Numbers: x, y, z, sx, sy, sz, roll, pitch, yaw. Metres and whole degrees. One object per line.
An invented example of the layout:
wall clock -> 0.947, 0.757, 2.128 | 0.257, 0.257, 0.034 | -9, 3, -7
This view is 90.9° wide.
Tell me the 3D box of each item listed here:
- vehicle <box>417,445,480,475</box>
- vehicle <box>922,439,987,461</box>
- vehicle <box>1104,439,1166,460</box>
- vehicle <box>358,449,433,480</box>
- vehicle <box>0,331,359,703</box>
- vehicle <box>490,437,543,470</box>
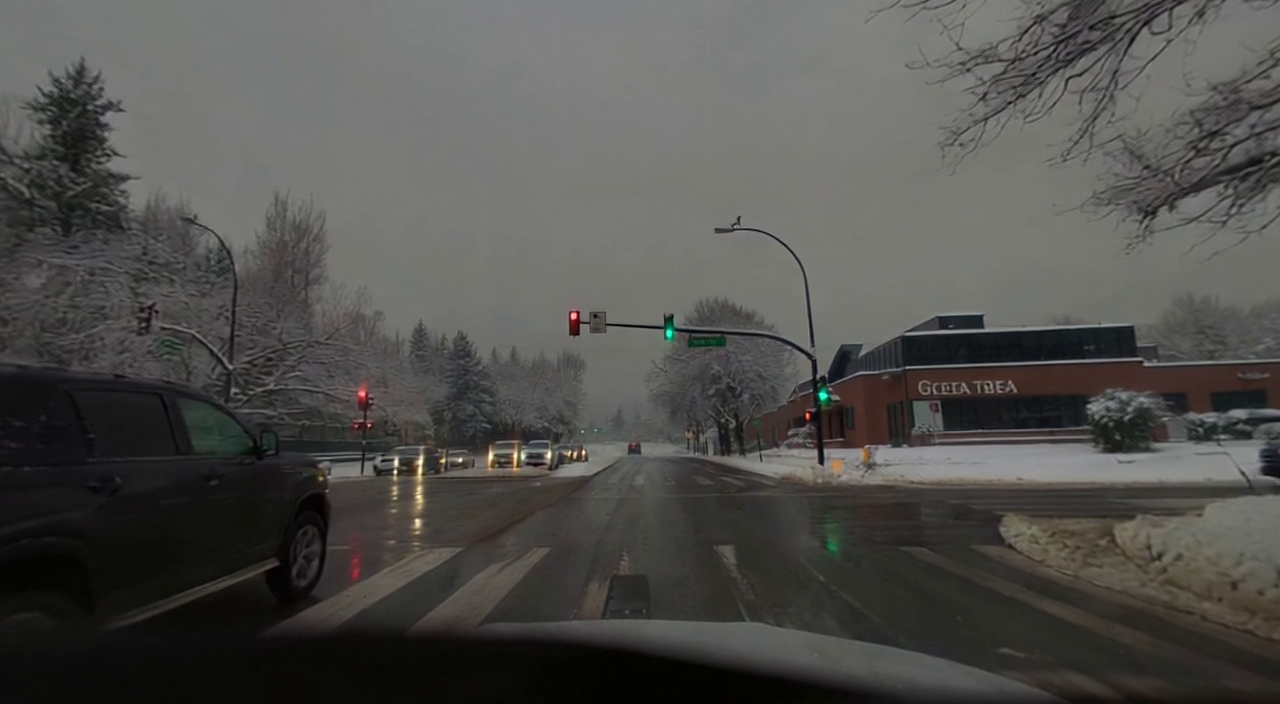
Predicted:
vehicle -> -10.638, 6.009, 35.399 | 2.041, 1.548, 4.868 | 0, -8, 0
vehicle -> 21.482, 6.691, 43.067 | 3.576, 1.425, 1.702 | 2, -8, -11
vehicle -> 38.477, 7.594, 49.172 | 1.837, 1.514, 4.786 | -2, -8, 13
vehicle -> -13.063, 6.013, 34.079 | 2.011, 1.480, 4.747 | 0, -8, 2
vehicle -> -3.691, 1.030, 3.974 | 2.000, 1.789, 4.638 | 1, -8, -5
vehicle -> -7.177, 5.949, 37.182 | 2.081, 1.818, 4.782 | 0, -8, 1
